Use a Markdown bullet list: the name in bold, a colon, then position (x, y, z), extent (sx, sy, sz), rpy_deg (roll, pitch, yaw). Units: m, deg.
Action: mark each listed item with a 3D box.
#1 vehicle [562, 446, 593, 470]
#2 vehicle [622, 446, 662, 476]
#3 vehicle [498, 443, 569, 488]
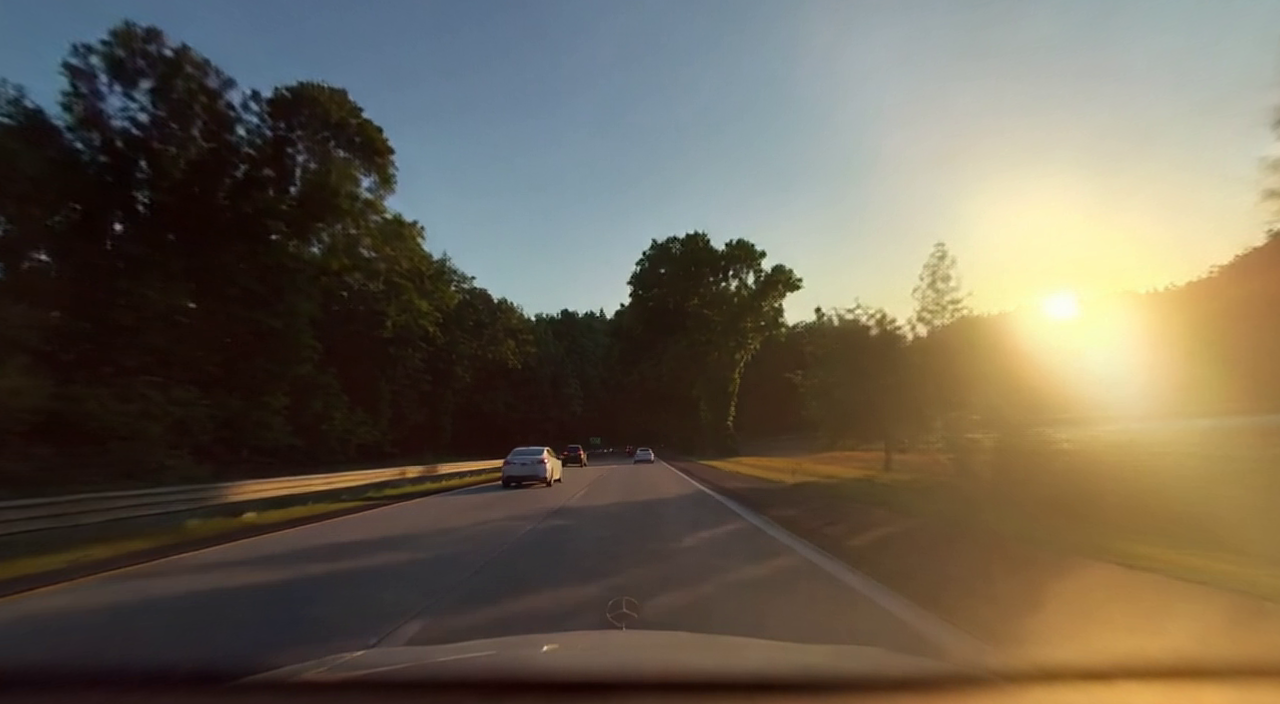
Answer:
- **vehicle**: position (-4.391, 7.501, 44.801), extent (1.834, 1.615, 3.624), rpy_deg (0, -9, 0)
- **vehicle**: position (0.080, 5.796, 33.628), extent (2.001, 1.490, 3.914), rpy_deg (0, -9, -1)
- **vehicle**: position (-3.875, 4.196, 23.566), extent (1.978, 1.538, 3.755), rpy_deg (0, -9, 0)
